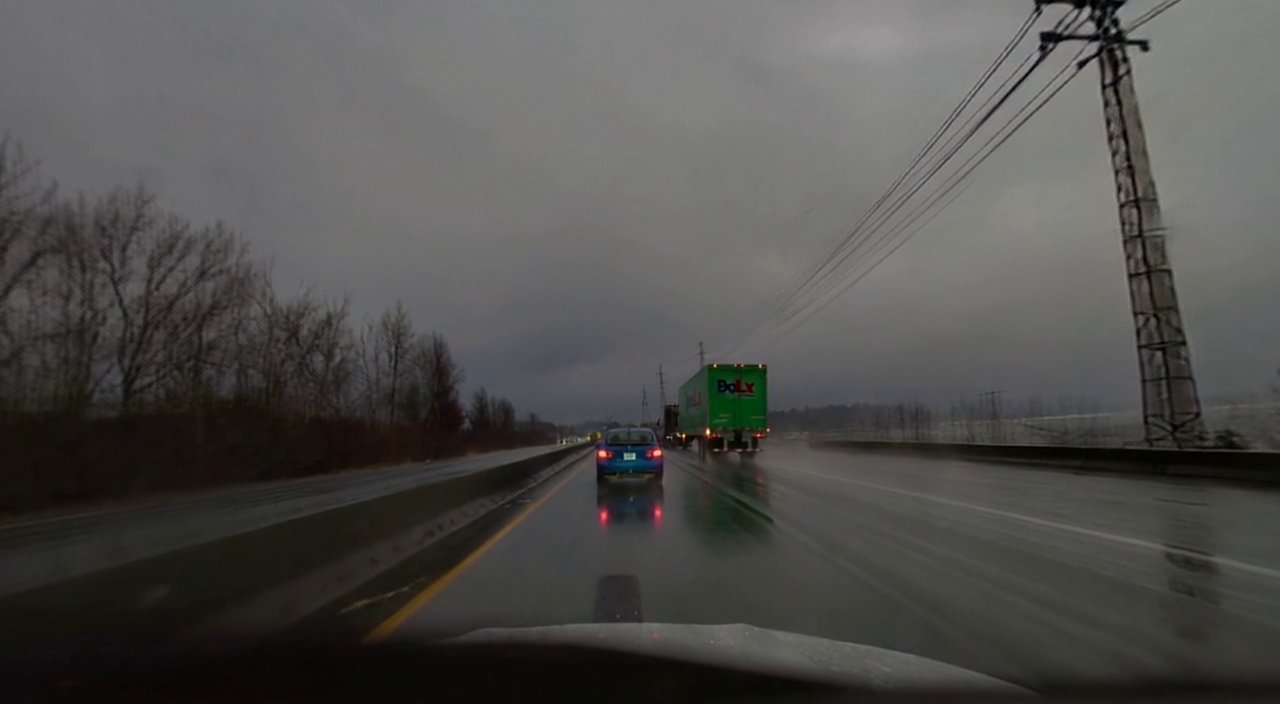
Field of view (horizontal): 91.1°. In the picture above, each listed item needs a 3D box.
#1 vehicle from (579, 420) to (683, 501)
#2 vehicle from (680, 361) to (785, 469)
[{"bbox_3d":[-0.230,2.421,14.439,2.062,1.581,3.914,0,-8,-2],"label":"vehicle"},{"bbox_3d":[3.628,2.865,27.200,2.835,3.872,8.916,0,-8,-2],"label":"vehicle"}]
